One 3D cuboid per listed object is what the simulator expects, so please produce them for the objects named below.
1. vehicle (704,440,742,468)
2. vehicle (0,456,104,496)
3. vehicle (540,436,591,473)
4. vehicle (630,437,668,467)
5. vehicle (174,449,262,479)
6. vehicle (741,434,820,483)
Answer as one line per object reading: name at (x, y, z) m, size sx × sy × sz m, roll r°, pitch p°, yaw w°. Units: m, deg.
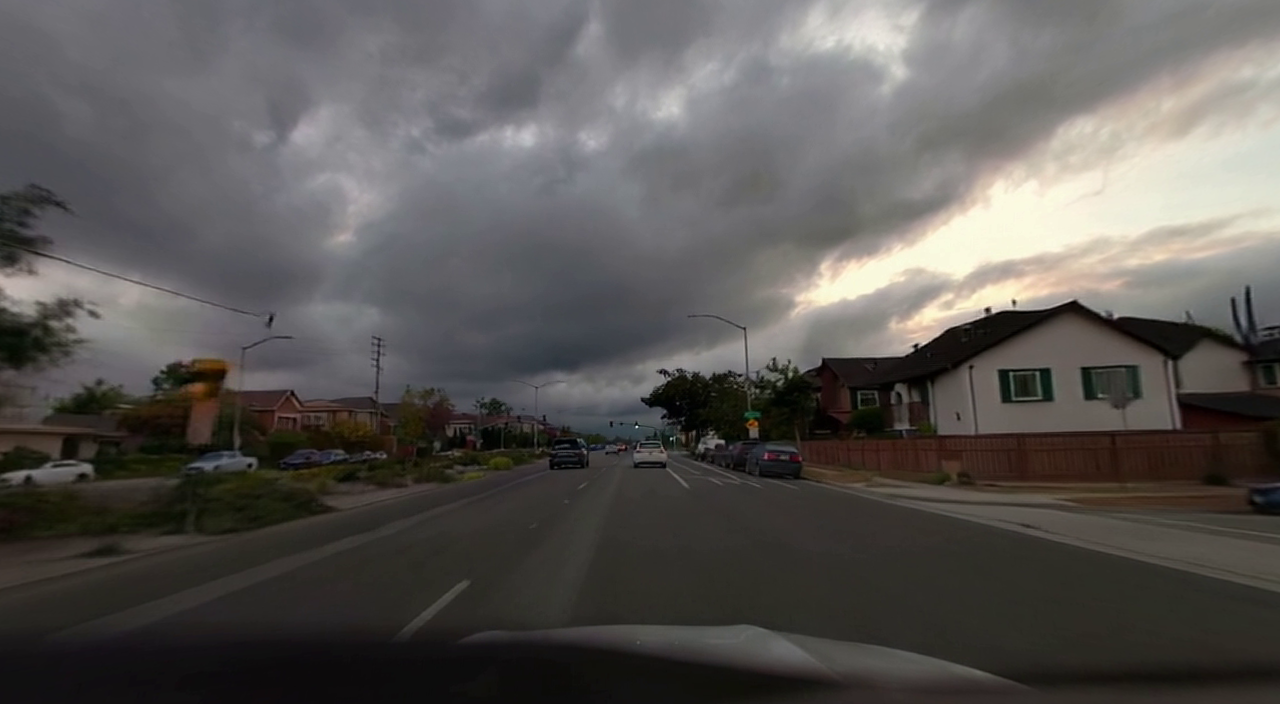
vehicle at (5.530, 6.889, 42.736) m, size 2.020 × 1.762 × 4.559 m, roll 0°, pitch -9°, yaw 1°
vehicle at (-25.721, 5.192, 26.809) m, size 1.839 × 1.463 × 4.705 m, roll 0°, pitch -9°, yaw -1°
vehicle at (-3.881, 5.466, 33.833) m, size 2.233 × 1.775 × 4.491 m, roll 0°, pitch -9°, yaw 0°
vehicle at (0.535, 6.534, 41.438) m, size 2.273 × 1.851 × 5.075 m, roll 0°, pitch -9°, yaw -1°
vehicle at (-25.910, 6.866, 39.004) m, size 2.018 × 1.721 × 4.735 m, roll -1°, pitch -9°, yaw 2°
vehicle at (5.720, 4.422, 26.407) m, size 2.154 × 1.824 × 4.782 m, roll 0°, pitch -9°, yaw -1°
